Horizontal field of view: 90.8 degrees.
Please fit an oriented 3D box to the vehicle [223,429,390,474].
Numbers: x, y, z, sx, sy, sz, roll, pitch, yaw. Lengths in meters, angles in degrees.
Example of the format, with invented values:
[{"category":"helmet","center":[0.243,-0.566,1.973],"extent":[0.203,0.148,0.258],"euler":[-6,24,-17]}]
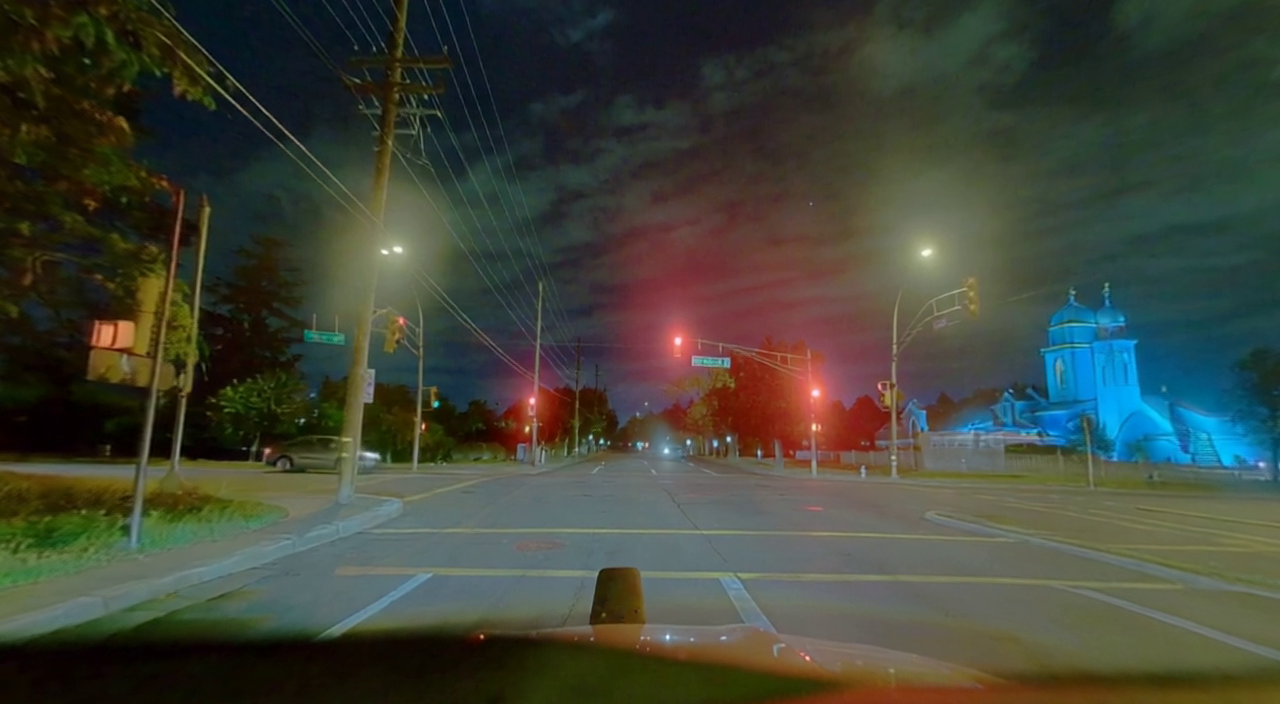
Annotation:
[{"category":"vehicle","center":[-11.564,3.474,22.129],"extent":[4.718,1.497,2.032],"euler":[0,-9,4]}]
